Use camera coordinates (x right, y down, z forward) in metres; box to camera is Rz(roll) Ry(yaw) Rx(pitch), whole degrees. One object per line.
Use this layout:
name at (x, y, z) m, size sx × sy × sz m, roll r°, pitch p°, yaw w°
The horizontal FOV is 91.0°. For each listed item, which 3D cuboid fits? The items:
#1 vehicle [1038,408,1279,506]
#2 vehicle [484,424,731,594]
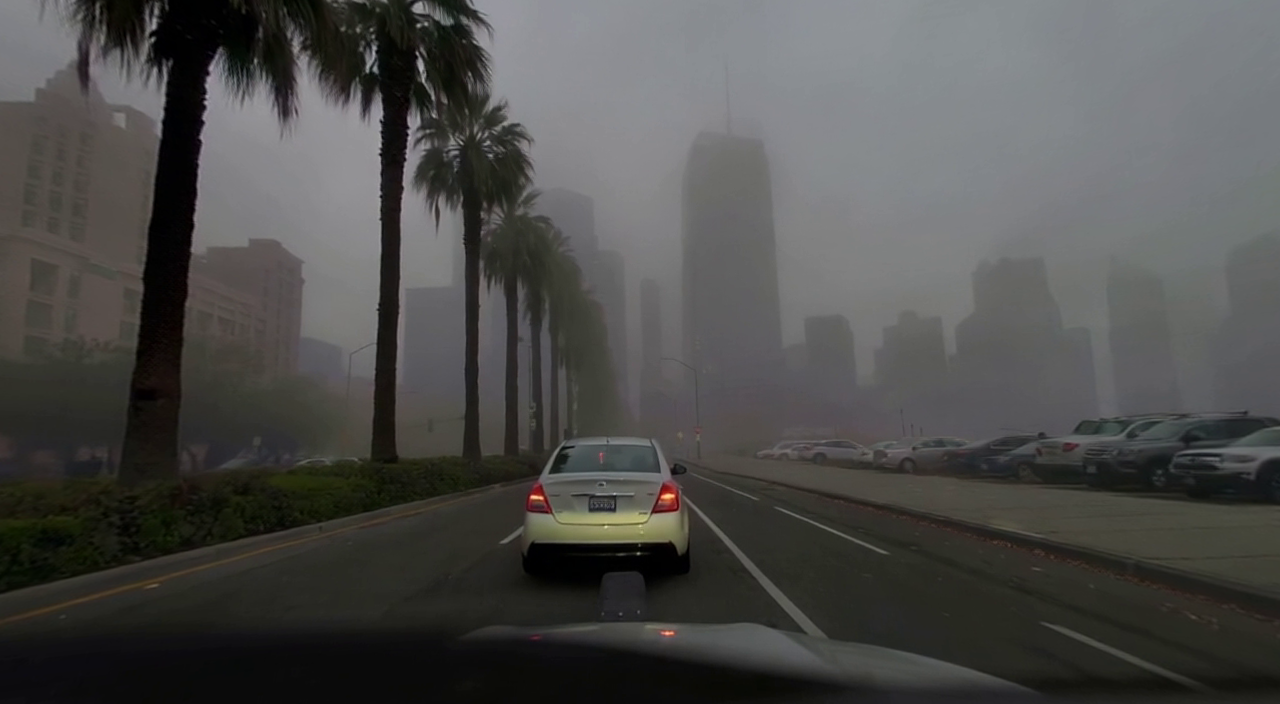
vehicle at (12.887, 2.407, 14.763) m, size 5.301 × 1.962 × 2.431 m, roll -3°, pitch -8°, yaw 4°
vehicle at (-0.281, 1.725, 7.728) m, size 2.235 × 1.528 × 3.876 m, roll 0°, pitch -9°, yaw 0°
